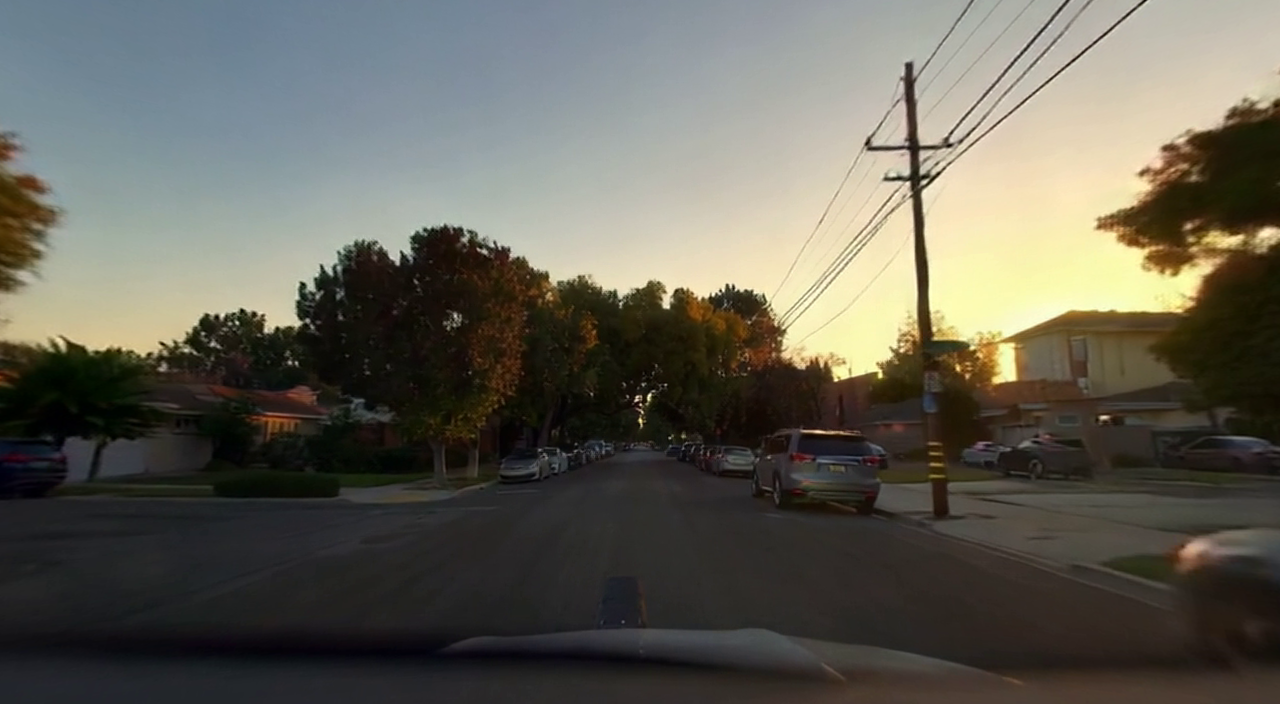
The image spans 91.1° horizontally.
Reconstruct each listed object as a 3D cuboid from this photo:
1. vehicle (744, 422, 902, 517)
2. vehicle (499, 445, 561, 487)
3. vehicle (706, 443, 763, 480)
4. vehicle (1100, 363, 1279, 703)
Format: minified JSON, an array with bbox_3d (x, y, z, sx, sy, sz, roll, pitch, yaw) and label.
[{"bbox_3d":[4.121,2.748,15.284,2.215,1.897,5.131,0,-9,-1],"label":"vehicle"},{"bbox_3d":[-4.449,4.633,25.937,1.870,1.562,4.212,0,-8,-1],"label":"vehicle"},{"bbox_3d":[4.125,4.854,28.152,1.862,1.525,4.421,0,-8,0],"label":"vehicle"},{"bbox_3d":[3.885,0.787,1.490,2.077,1.788,4.480,2,-9,-2],"label":"vehicle"}]
